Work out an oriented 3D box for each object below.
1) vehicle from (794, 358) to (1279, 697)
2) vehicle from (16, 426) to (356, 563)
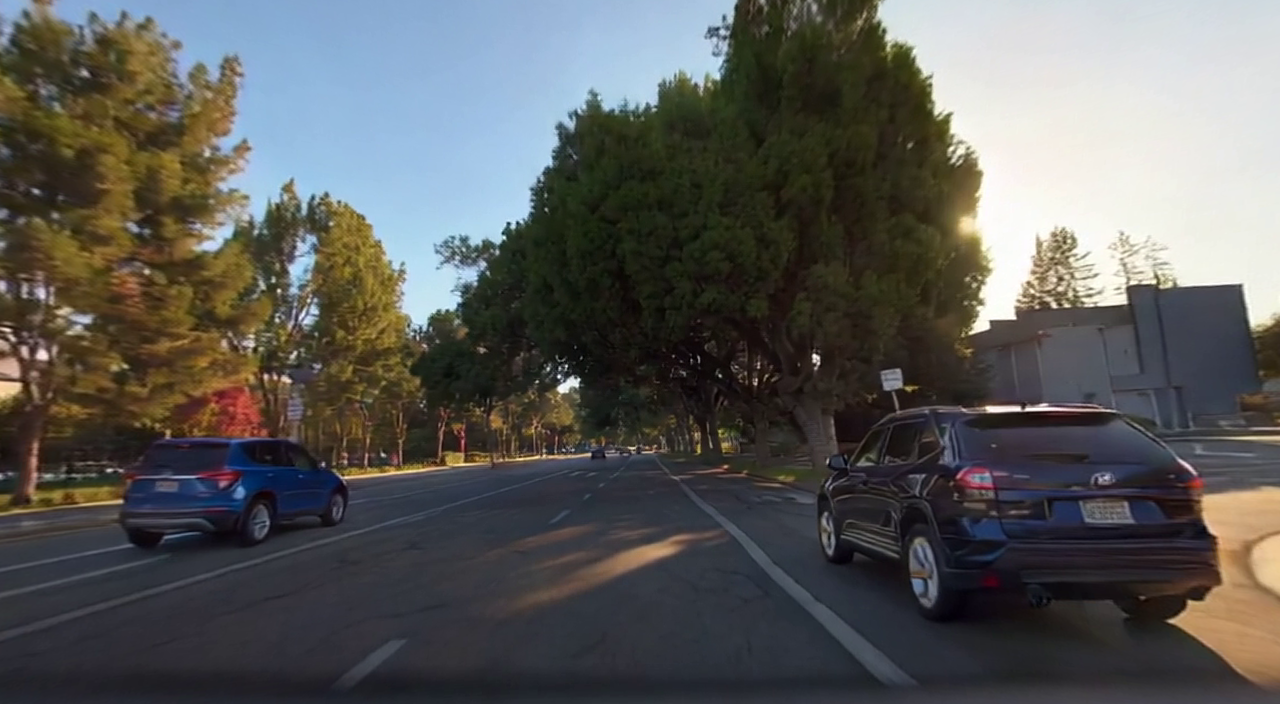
[{"bbox_3d":[2.993,1.259,5.674,2.047,1.768,4.607,0,-9,0],"label":"vehicle"},{"bbox_3d":[-6.770,2.149,10.351,2.069,1.690,4.837,0,-9,-2],"label":"vehicle"}]
